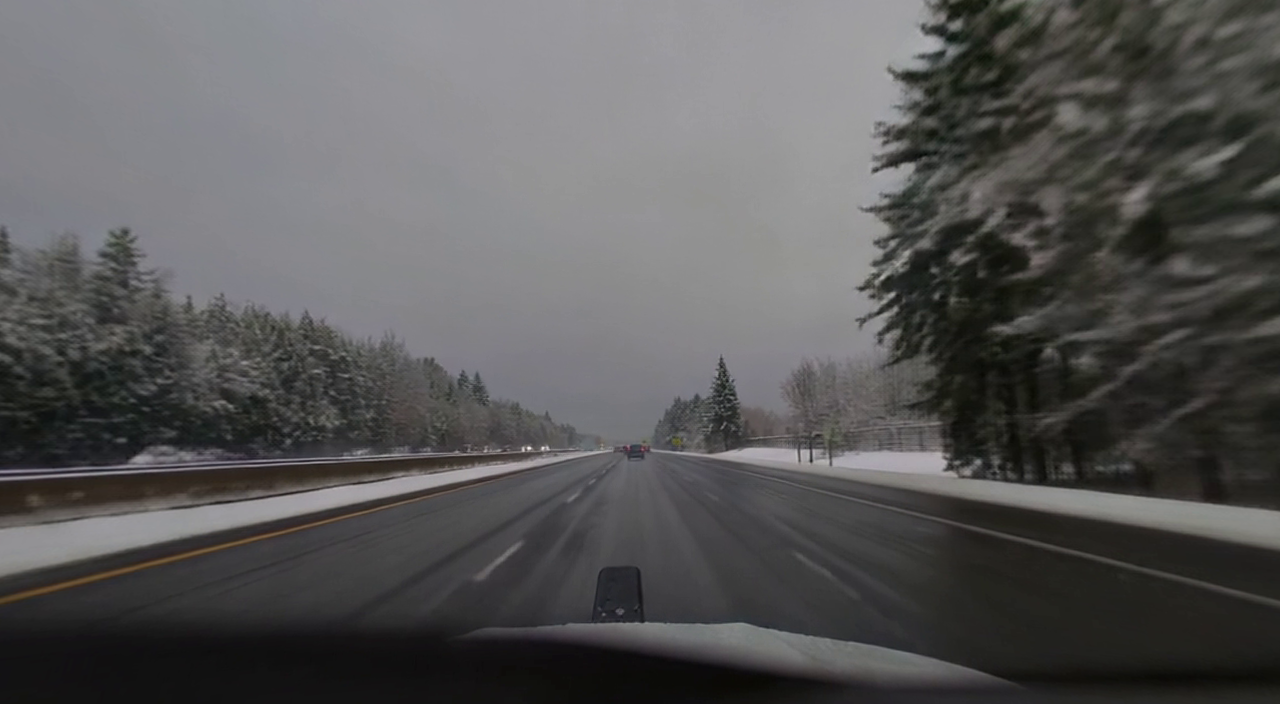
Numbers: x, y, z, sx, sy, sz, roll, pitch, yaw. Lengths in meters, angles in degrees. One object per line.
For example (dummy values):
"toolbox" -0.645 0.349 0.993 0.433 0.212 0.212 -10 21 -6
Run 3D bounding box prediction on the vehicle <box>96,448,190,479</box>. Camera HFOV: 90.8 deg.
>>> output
"vehicle" -28.342 6.342 36.240 1.847 1.617 4.365 0 -9 0

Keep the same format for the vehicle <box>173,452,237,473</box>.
"vehicle" -32.606 8.272 47.502 1.805 1.464 4.189 0 -9 0
